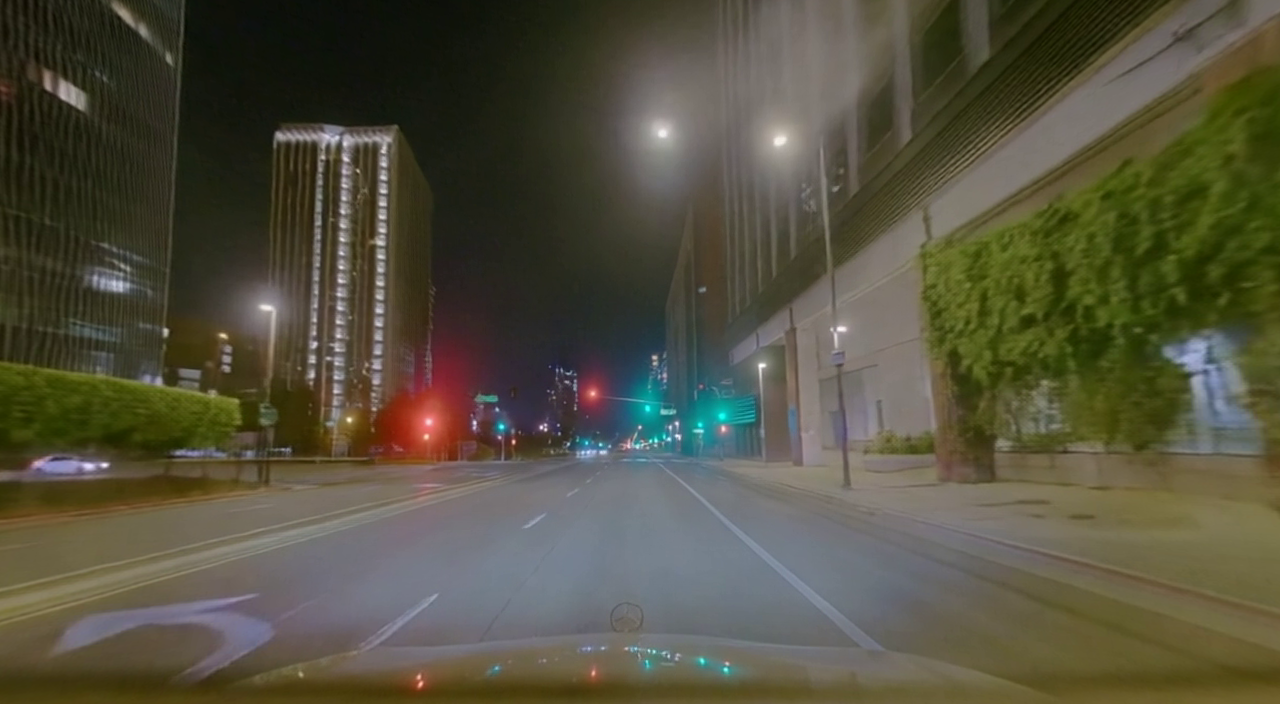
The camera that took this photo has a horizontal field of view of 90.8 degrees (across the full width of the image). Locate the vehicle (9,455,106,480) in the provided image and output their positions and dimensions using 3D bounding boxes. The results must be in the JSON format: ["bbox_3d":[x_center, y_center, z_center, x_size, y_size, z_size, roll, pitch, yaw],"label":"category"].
[{"bbox_3d":[-37.032,7.320,40.343,1.807,1.460,4.600,0,-9,0],"label":"vehicle"}]
